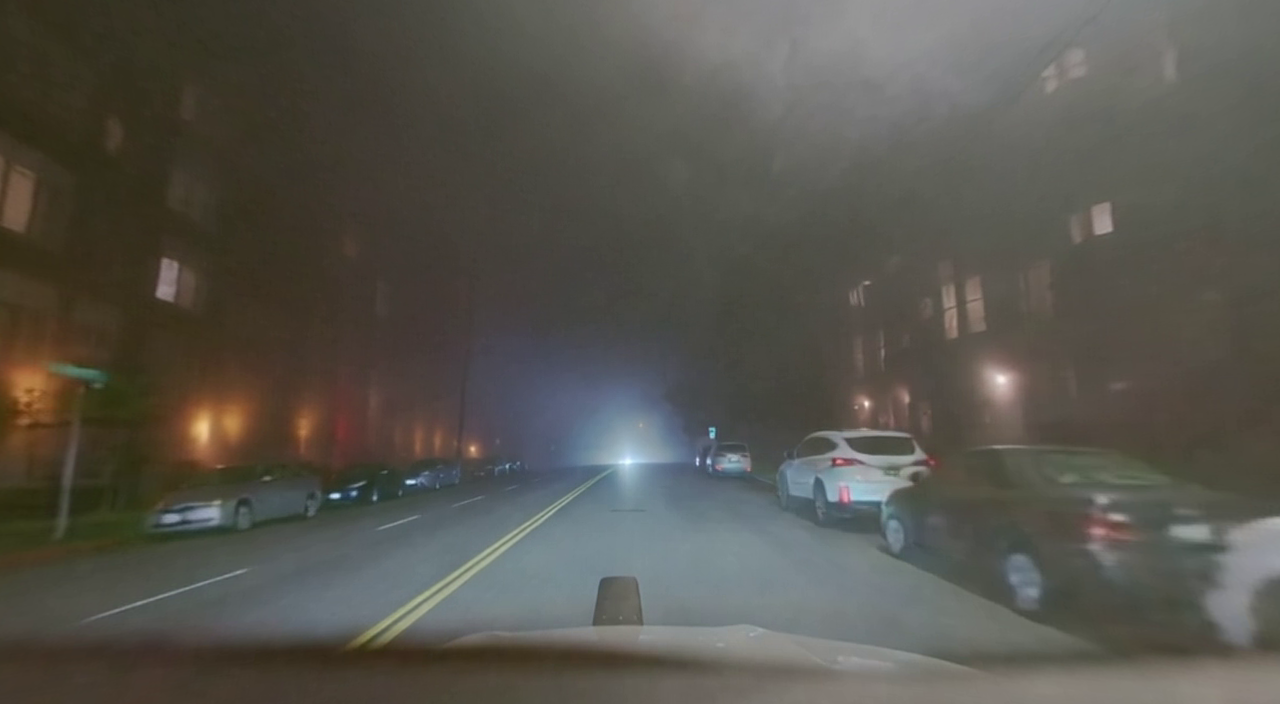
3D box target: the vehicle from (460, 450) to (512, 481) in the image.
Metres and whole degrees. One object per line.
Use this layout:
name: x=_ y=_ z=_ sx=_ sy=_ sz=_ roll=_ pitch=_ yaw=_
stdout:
vehicle: x=-9.052 y=6.676 z=37.381 sx=1.884 sy=1.526 sz=4.061 roll=-5 pitch=-9 yaw=1

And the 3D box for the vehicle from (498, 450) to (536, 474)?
vehicle: x=-8.953 y=8.051 z=46.308 sx=2.000 sy=1.495 sz=4.687 roll=-3 pitch=-8 yaw=-2

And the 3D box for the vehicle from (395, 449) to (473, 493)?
vehicle: x=-9.104 y=5.252 z=28.290 sx=2.051 sy=1.657 sz=4.322 roll=-3 pitch=-9 yaw=-1

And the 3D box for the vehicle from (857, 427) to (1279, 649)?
vehicle: x=4.015 y=1.596 z=6.544 sx=1.875 sy=1.495 sz=4.242 roll=0 pitch=-9 yaw=-2

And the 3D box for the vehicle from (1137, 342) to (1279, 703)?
vehicle: x=3.751 y=0.580 z=0.823 sx=2.225 sy=1.759 sz=4.817 roll=0 pitch=-9 yaw=0

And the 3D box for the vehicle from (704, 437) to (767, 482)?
vehicle: x=3.967 y=4.537 z=26.954 sx=2.155 sy=1.747 sz=4.311 roll=-1 pitch=-9 yaw=2

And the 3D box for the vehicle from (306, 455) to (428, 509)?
vehicle: x=-8.950 y=4.260 z=21.228 sx=1.948 sy=1.508 sz=4.656 roll=-1 pitch=-9 yaw=1

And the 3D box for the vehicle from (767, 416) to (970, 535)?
vehicle: x=3.982 y=2.246 z=12.059 sx=2.040 sy=1.801 sz=4.569 roll=0 pitch=-8 yaw=-1

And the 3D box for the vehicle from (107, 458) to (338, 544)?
vehicle: x=-9.142 y=3.259 z=14.490 sx=2.208 sy=1.508 sz=4.590 roll=0 pitch=-9 yaw=-1
